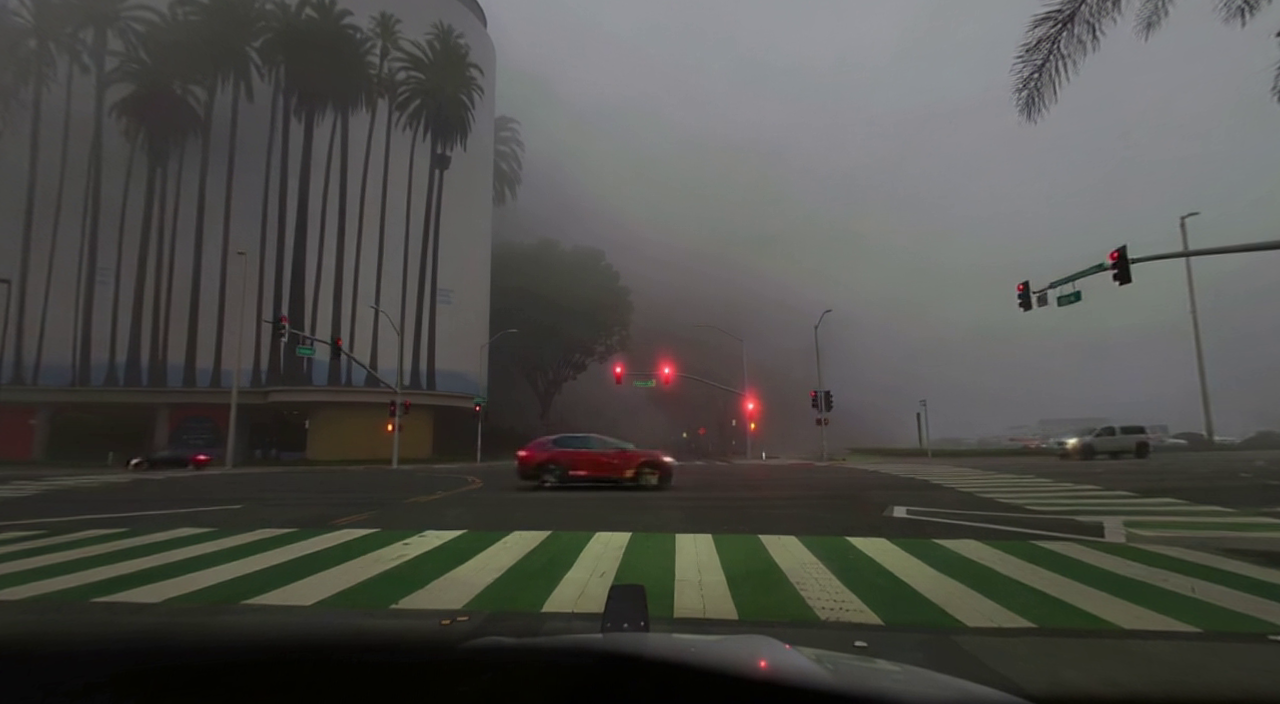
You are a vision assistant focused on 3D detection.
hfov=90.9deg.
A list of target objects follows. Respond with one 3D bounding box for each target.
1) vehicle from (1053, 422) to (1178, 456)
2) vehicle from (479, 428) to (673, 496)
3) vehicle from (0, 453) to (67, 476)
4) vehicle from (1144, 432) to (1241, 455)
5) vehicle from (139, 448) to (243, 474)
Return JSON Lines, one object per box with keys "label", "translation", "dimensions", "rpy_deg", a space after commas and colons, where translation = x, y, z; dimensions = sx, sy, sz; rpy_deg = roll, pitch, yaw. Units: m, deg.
{"label": "vehicle", "translation": [27.706, 5.112, 36.887], "dimensions": [5.477, 1.880, 2.125], "rpy_deg": [0, -8, 1]}
{"label": "vehicle", "translation": [-1.593, 2.930, 16.938], "dimensions": [4.875, 1.669, 1.953], "rpy_deg": [0, -8, 2]}
{"label": "vehicle", "translation": [-41.660, 7.607, 42.769], "dimensions": [3.698, 1.508, 1.779], "rpy_deg": [0, -8, 1]}
{"label": "vehicle", "translation": [36.161, 6.011, 41.299], "dimensions": [4.606, 1.449, 1.687], "rpy_deg": [0, -8, 2]}
{"label": "vehicle", "translation": [-26.537, 6.429, 37.342], "dimensions": [4.784, 1.465, 1.798], "rpy_deg": [0, -8, 0]}
